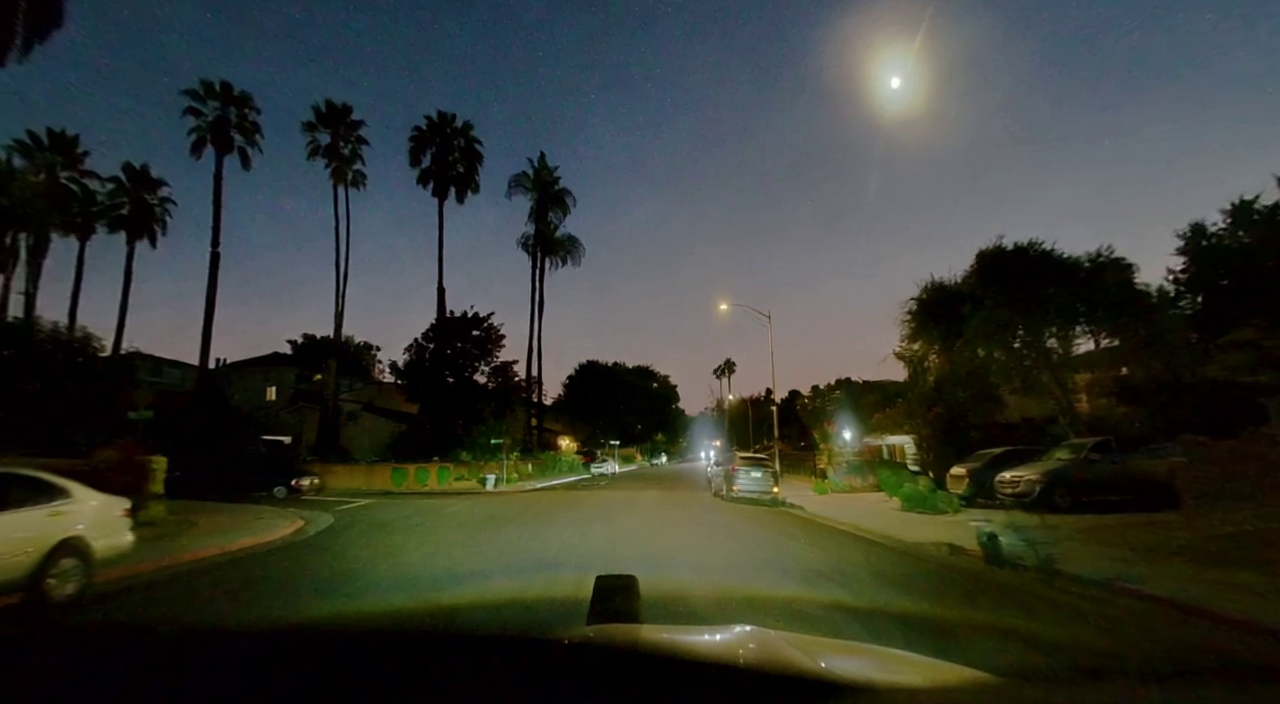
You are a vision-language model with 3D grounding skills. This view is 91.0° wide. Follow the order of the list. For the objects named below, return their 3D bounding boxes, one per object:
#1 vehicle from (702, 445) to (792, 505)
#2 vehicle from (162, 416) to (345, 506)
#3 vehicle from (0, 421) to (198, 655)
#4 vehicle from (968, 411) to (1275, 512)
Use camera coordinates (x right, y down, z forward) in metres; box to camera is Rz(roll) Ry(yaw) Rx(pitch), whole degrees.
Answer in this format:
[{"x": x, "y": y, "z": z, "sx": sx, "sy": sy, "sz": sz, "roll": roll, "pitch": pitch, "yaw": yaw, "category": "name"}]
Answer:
[{"x": 3.561, "y": 4.174, "z": 22.006, "sx": 2.197, "sy": 1.816, "sz": 4.845, "roll": 0, "pitch": -8, "yaw": -1, "category": "vehicle"}, {"x": -13.394, "y": 3.677, "z": 21.673, "sx": 6.773, "sy": 2.680, "sz": 2.459, "roll": -5, "pitch": -10, "yaw": 32, "category": "vehicle"}, {"x": -5.788, "y": 1.437, "z": 4.722, "sx": 1.947, "sy": 1.672, "sz": 4.289, "roll": -1, "pitch": -19, "yaw": -4, "category": "vehicle"}, {"x": 9.756, "y": 2.358, "z": 13.165, "sx": 4.478, "sy": 1.705, "sz": 2.050, "roll": -3, "pitch": -16, "yaw": 2, "category": "vehicle"}]
